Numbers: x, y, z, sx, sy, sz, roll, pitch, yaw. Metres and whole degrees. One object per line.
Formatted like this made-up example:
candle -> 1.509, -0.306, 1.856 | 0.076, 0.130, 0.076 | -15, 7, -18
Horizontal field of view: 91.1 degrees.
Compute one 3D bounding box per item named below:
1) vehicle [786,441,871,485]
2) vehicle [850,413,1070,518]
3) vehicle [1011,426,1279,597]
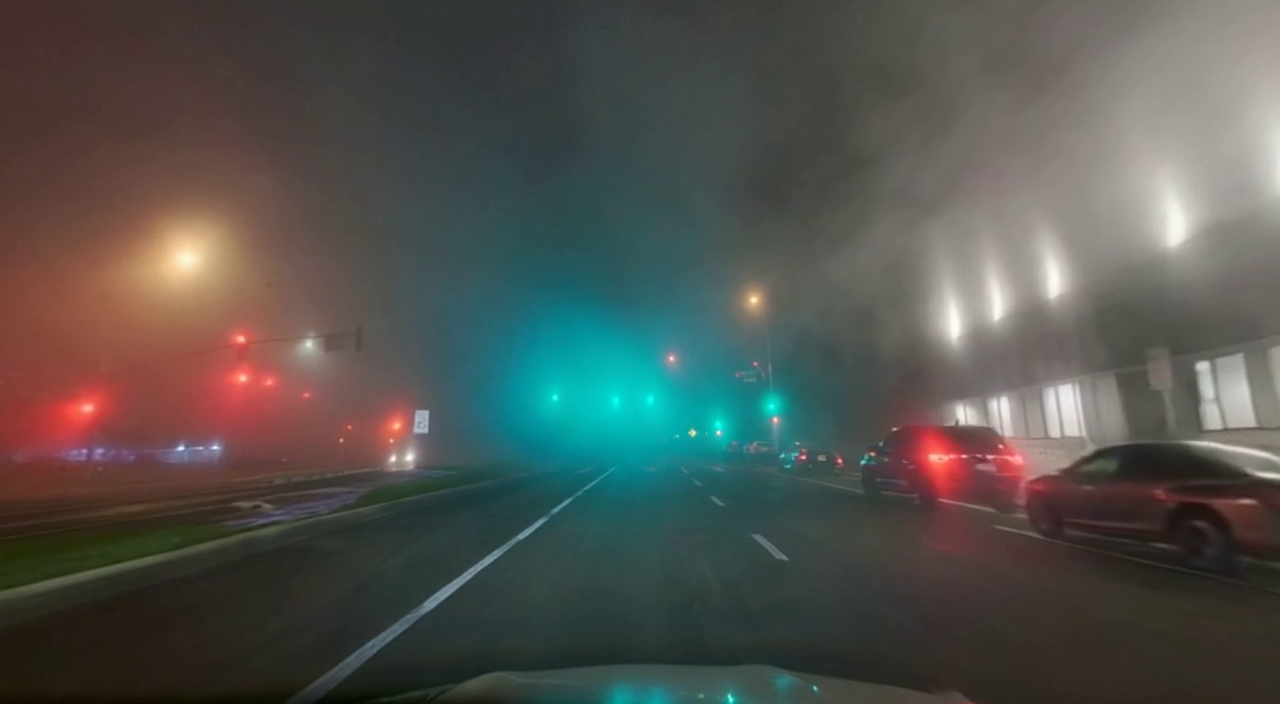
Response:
vehicle -> 6.945, 4.127, 23.651 | 1.880, 1.483, 4.510 | 0, -9, 1
vehicle -> 6.607, 2.421, 13.839 | 2.169, 1.876, 4.931 | 0, -9, -1
vehicle -> 6.680, 1.704, 7.432 | 1.863, 1.512, 4.525 | 0, -9, 1
